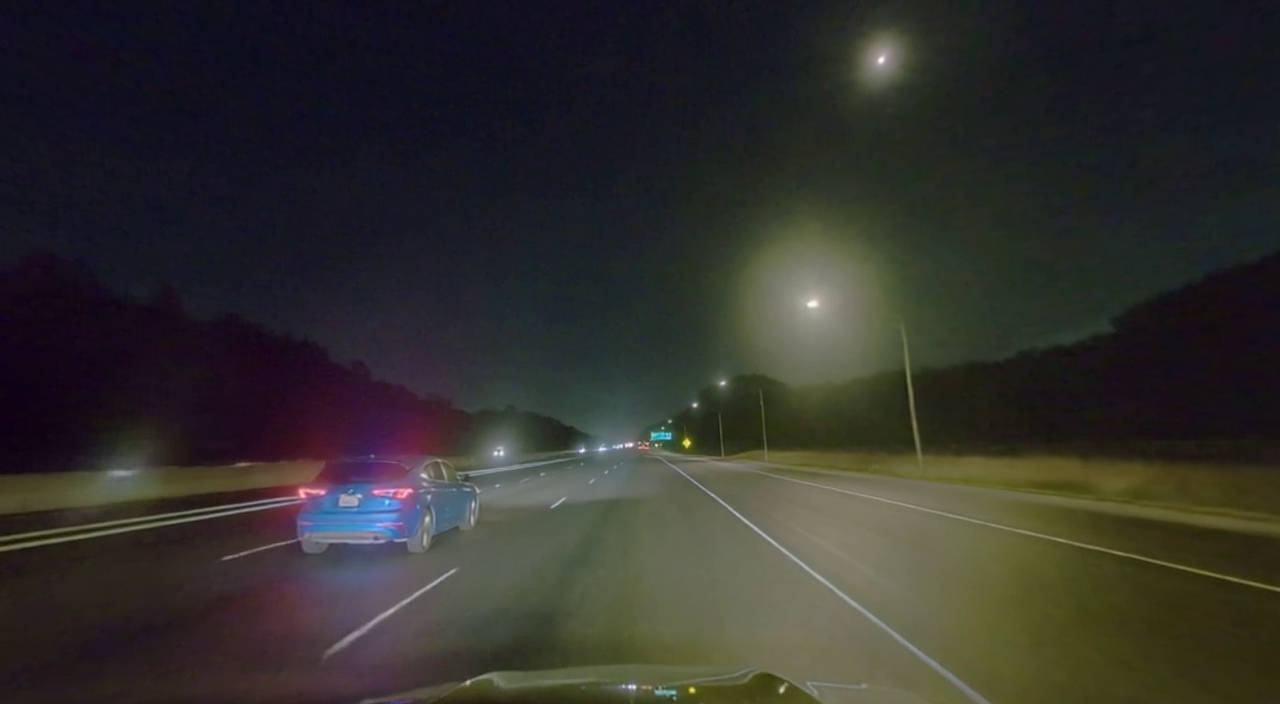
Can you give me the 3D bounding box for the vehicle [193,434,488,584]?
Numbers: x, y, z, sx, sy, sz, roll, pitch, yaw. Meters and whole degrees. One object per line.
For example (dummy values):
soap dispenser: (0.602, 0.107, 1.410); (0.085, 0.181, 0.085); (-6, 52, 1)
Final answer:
vehicle: (-3.452, 1.860, 8.242); (1.935, 1.479, 3.787); (0, -9, 1)
